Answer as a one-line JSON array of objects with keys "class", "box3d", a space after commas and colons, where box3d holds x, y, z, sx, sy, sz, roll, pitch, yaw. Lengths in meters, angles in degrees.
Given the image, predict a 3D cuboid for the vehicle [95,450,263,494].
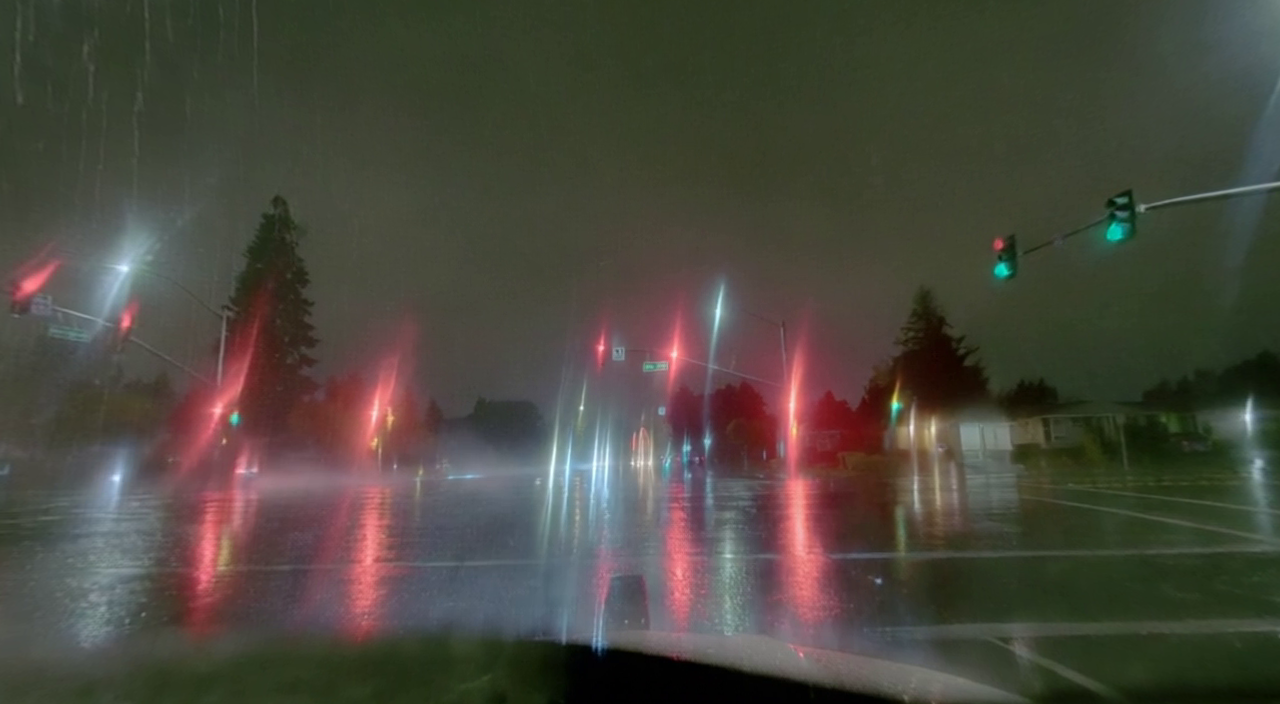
[{"class": "vehicle", "box3d": [-16.481, 4.282, 22.700, 4.562, 1.460, 1.822, 0, -8, 0]}]
